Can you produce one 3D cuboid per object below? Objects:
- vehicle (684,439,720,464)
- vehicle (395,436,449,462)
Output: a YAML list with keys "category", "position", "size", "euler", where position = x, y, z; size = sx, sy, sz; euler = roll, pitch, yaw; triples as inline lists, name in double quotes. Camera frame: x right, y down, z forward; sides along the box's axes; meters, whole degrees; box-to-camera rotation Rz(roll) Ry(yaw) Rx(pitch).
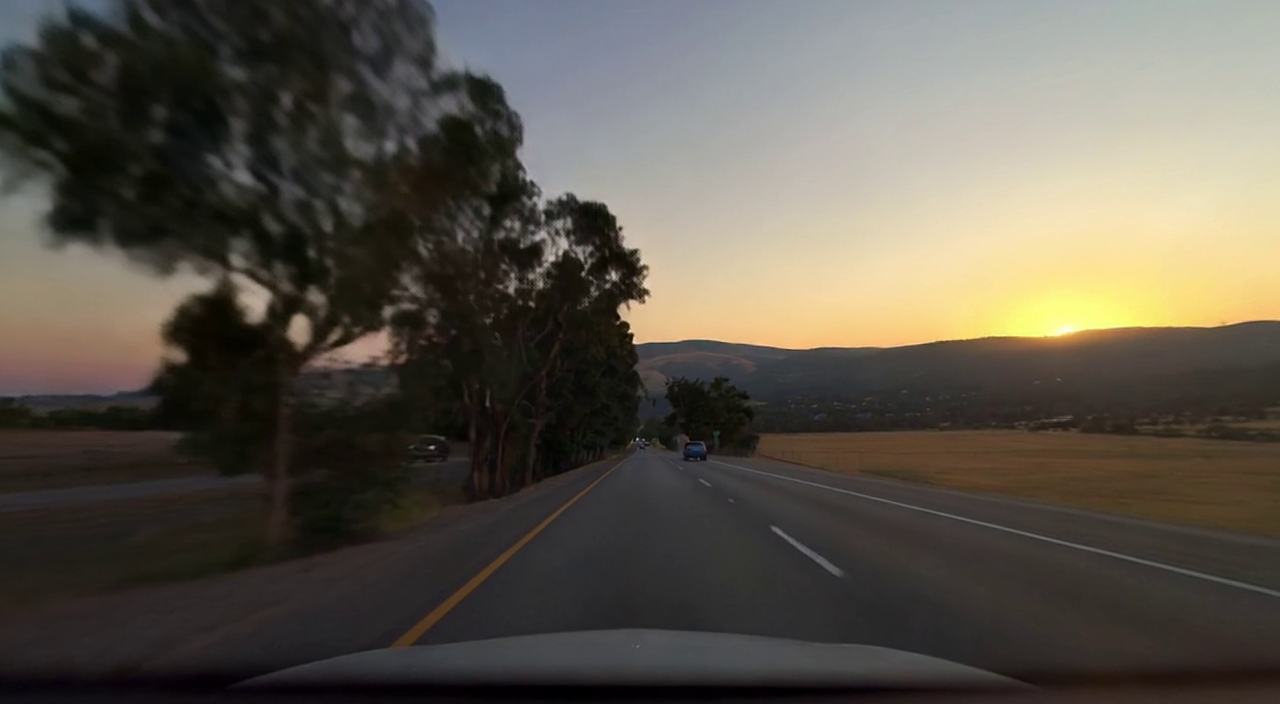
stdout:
- category: "vehicle"
  position: [4.372, 7.055, 44.891]
  size: [2.157, 1.640, 4.056]
  euler: [0, -8, 1]
- category: "vehicle"
  position: [-16.973, 7.577, 49.450]
  size: [2.361, 1.937, 5.075]
  euler: [-1, -8, 1]
